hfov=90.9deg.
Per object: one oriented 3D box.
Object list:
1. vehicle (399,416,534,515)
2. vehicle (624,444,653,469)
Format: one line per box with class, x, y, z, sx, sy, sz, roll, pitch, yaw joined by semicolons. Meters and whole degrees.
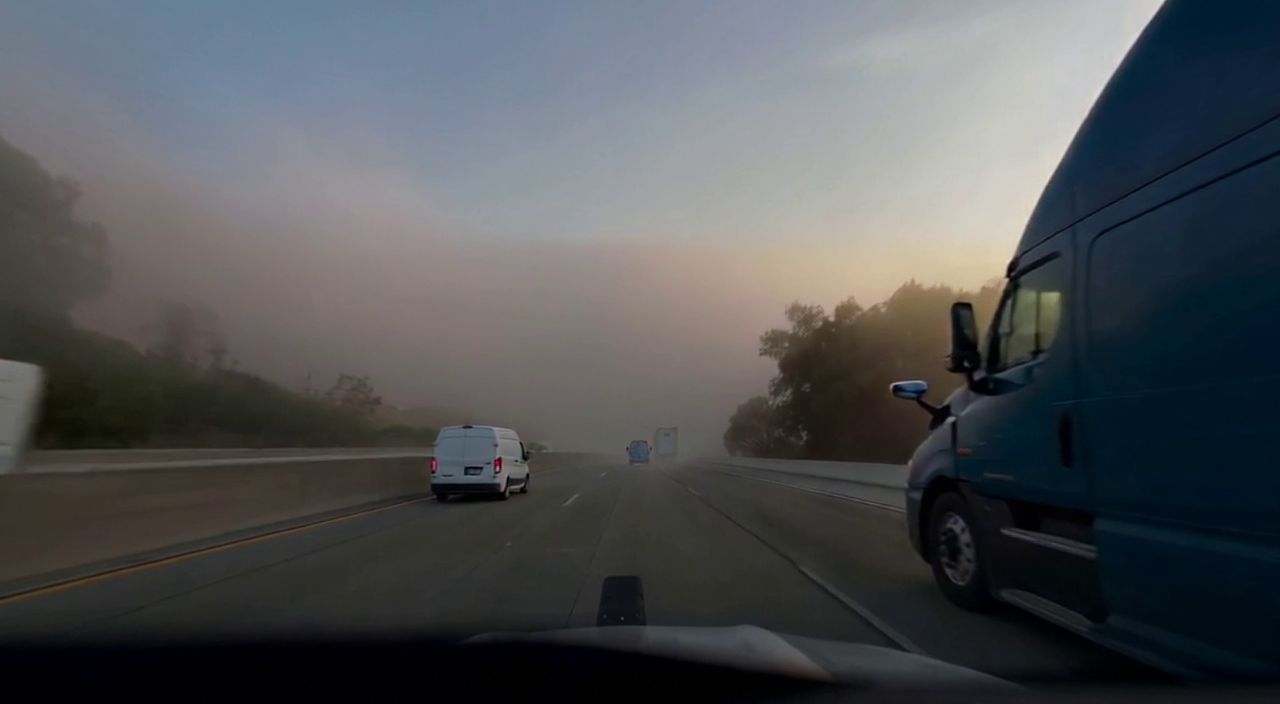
vehicle;-3.959;2.711;15.373;1.955;2.004;4.792;0;-9;0
vehicle;-0.120;8.005;48.340;2.166;1.747;4.299;0;-9;0
